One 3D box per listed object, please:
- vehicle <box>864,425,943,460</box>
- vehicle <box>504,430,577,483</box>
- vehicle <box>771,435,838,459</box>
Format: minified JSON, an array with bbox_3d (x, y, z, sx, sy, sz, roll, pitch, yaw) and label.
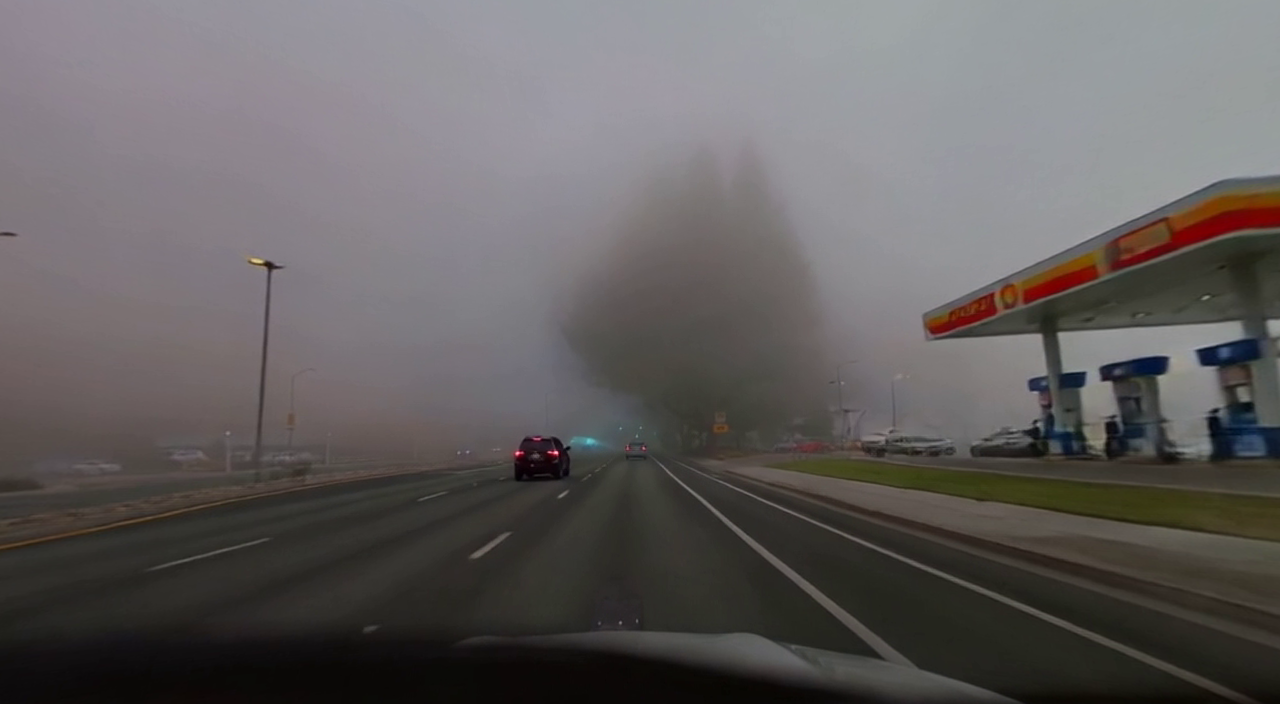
[{"bbox_3d":[14.373,5.009,34.854,2.041,1.793,5.054,0,-9,-1],"label":"vehicle"},{"bbox_3d":[-3.566,3.849,23.550,1.985,1.772,4.479,0,-8,0],"label":"vehicle"},{"bbox_3d":[12.875,7.439,49.711,4.612,1.491,2.061,-4,-8,2],"label":"vehicle"}]
